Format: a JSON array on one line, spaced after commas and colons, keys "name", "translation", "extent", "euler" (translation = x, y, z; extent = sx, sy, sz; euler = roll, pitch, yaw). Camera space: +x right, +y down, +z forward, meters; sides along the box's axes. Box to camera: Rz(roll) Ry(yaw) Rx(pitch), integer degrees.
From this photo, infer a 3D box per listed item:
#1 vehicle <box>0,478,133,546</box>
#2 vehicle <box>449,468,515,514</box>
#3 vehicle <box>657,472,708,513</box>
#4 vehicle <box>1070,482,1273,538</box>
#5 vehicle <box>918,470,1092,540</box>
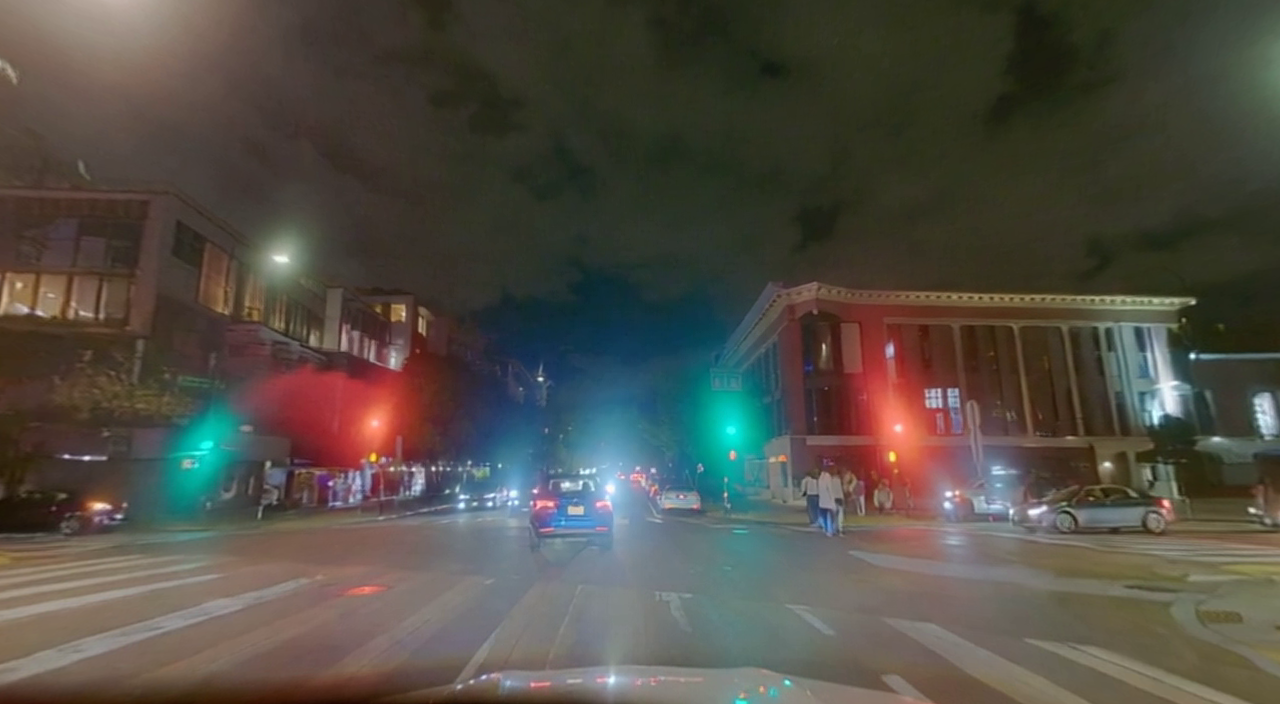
[{"name": "vehicle", "translation": [-20.743, 5.445, 21.681], "extent": [4.750, 2.083, 2.002], "euler": [0, -8, 1]}, {"name": "vehicle", "translation": [-7.766, 6.856, 31.482], "extent": [2.226, 1.896, 4.438], "euler": [0, -8, -1]}, {"name": "vehicle", "translation": [2.061, 6.990, 31.684], "extent": [1.908, 1.741, 4.066], "euler": [1, -8, -6]}, {"name": "vehicle", "translation": [19.505, 5.808, 23.370], "extent": [5.345, 1.747, 2.410], "euler": [0, -8, -1]}, {"name": "vehicle", "translation": [13.381, 5.605, 23.365], "extent": [4.974, 2.266, 2.324], "euler": [0, -8, -4]}]
